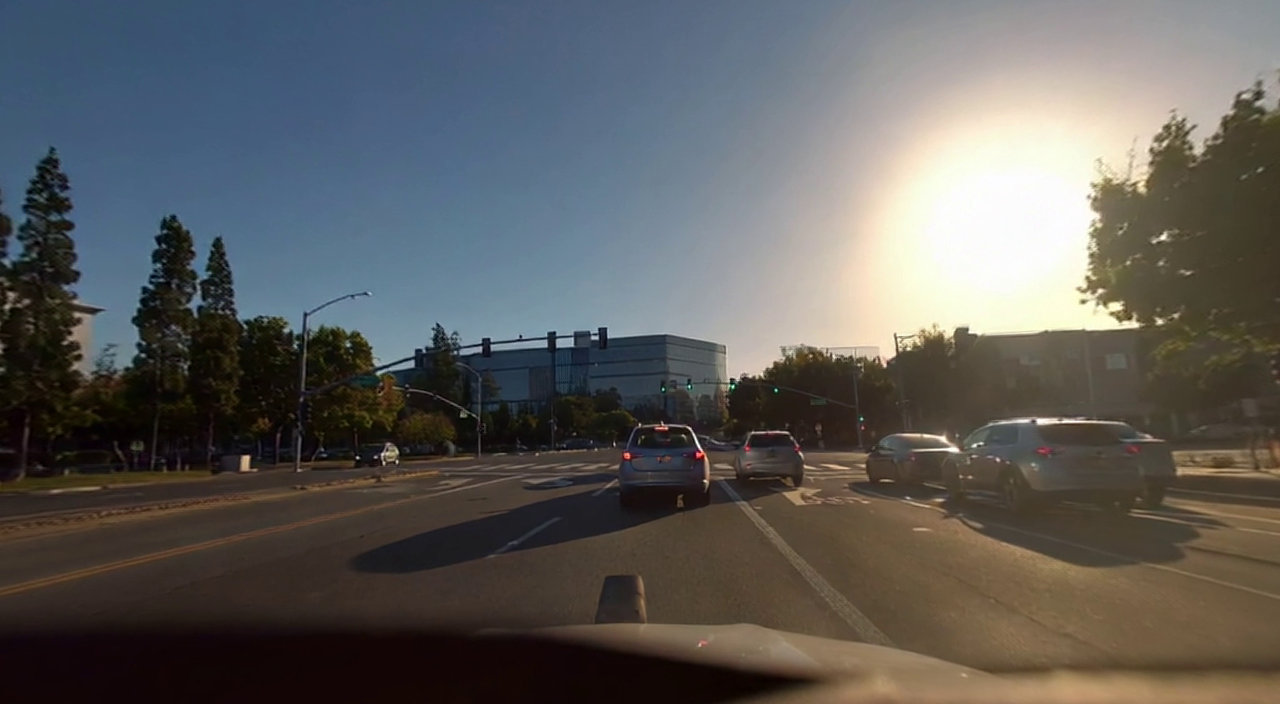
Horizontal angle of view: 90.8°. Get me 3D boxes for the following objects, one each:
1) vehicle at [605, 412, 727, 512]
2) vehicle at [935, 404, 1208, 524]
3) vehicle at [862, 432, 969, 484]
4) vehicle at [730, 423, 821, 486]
[{"bbox_3d":[0.541,2.300,13.612,2.211,1.795,4.179,0,-9,2],"label":"vehicle"},{"bbox_3d":[7.564,2.023,11.813,2.074,1.791,4.393,0,-9,2],"label":"vehicle"},{"bbox_3d":[8.691,3.384,20.371,1.862,1.471,4.297,-1,-9,5],"label":"vehicle"},{"bbox_3d":[4.190,3.262,20.378,2.188,1.774,4.646,0,-9,4],"label":"vehicle"}]
